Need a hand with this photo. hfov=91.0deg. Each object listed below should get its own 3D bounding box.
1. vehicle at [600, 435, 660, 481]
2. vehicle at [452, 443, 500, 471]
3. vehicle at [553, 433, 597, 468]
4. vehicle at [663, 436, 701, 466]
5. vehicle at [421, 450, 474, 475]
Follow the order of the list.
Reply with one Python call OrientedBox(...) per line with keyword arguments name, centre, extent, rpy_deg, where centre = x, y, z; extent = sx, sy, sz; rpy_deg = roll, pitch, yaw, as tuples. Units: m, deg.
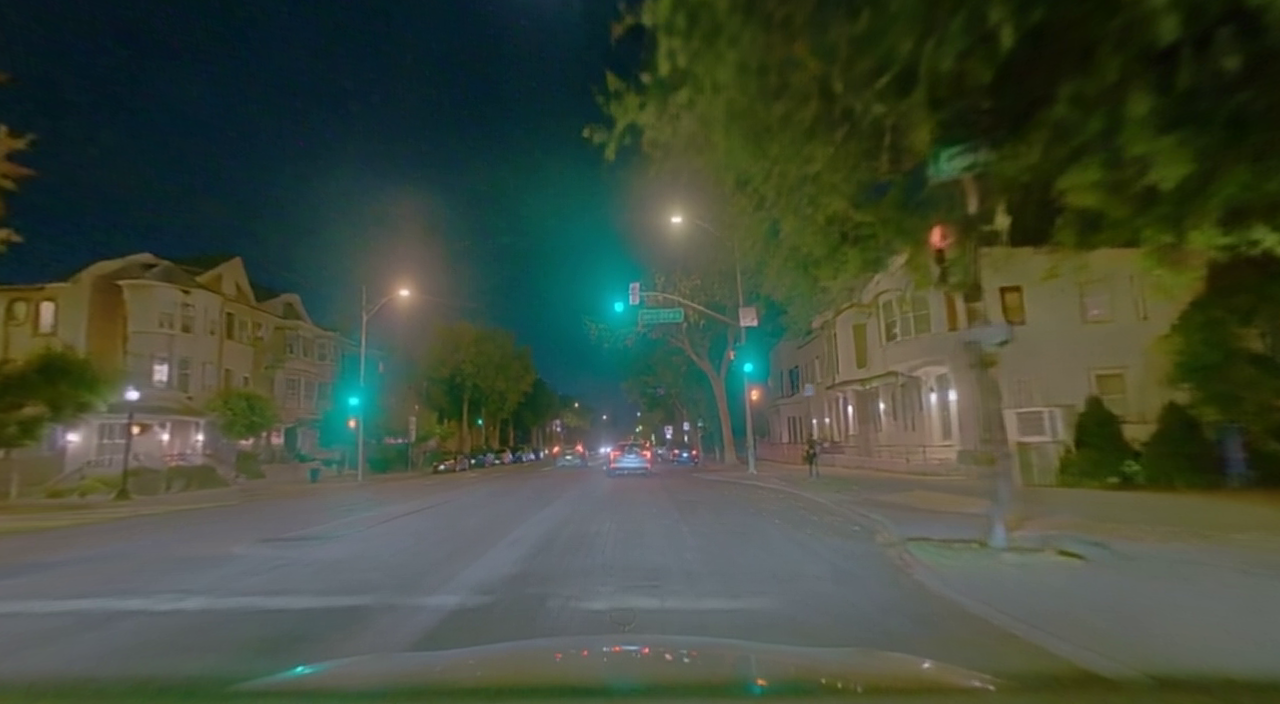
OrientedBox(name="vehicle", centre=(-0.352, 3.828, 23.011), extent=(1.998, 1.518, 4.015), rpy_deg=(0, -8, -1))
OrientedBox(name="vehicle", centre=(-12.358, 7.928, 47.842), extent=(2.109, 1.941, 6.025), rpy_deg=(0, -8, -1))
OrientedBox(name="vehicle", centre=(-3.627, 5.566, 35.747), extent=(1.983, 1.841, 4.013), rpy_deg=(0, -8, 1))
OrientedBox(name="vehicle", centre=(2.538, 6.060, 38.717), extent=(1.969, 1.725, 4.387), rpy_deg=(0, -8, -1))
OrientedBox(name="vehicle", centre=(-12.233, 7.020, 40.306), extent=(1.913, 1.475, 4.372), rpy_deg=(0, -8, 1))
